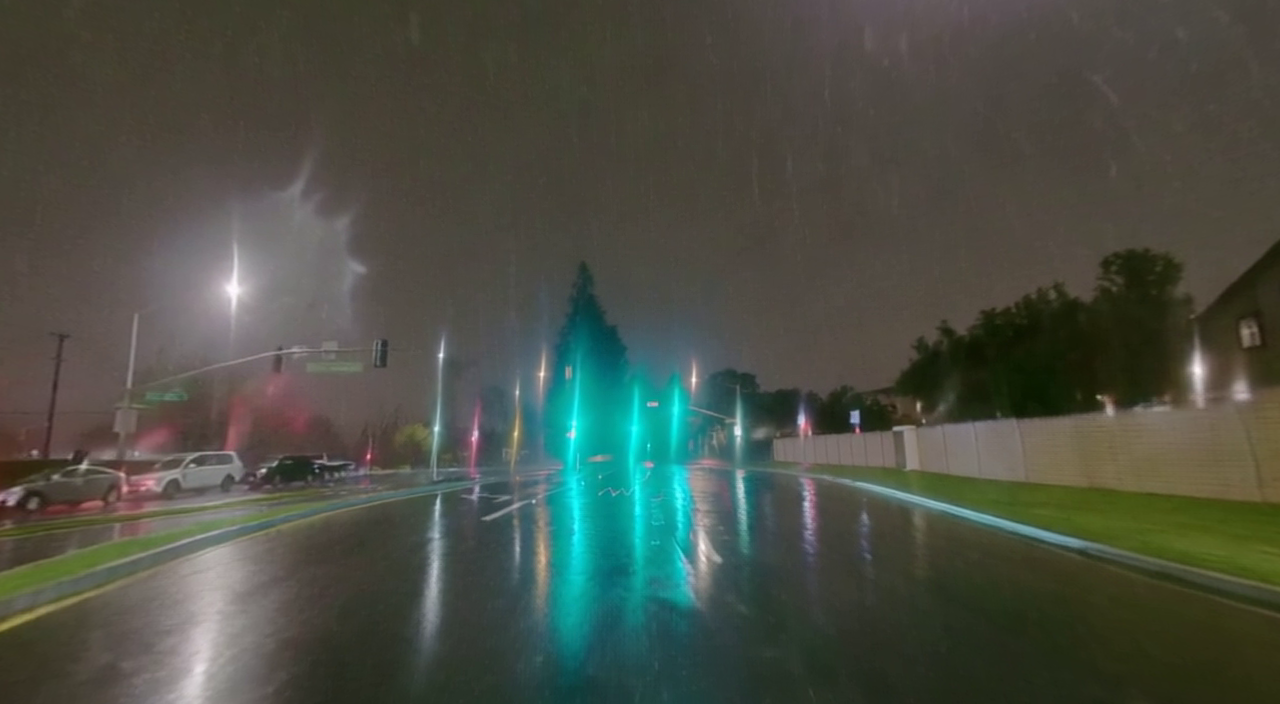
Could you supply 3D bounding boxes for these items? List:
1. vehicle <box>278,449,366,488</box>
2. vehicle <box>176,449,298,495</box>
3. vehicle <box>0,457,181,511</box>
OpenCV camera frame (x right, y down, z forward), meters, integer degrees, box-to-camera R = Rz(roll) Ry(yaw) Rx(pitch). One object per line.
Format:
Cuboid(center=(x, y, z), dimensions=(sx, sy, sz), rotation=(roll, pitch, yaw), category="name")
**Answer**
Cuboid(center=(-17.473, 6.383, 34.965), dimensions=(2.050, 1.697, 4.838), rotation=(-5, -7, 6), category="vehicle")
Cuboid(center=(-18.320, 5.427, 28.991), dimensions=(2.148, 1.856, 4.632), rotation=(-1, -9, 6), category="vehicle")
Cuboid(center=(-18.909, 4.476, 21.892), dimensions=(1.883, 1.506, 4.863), rotation=(-1, -8, 6), category="vehicle")
